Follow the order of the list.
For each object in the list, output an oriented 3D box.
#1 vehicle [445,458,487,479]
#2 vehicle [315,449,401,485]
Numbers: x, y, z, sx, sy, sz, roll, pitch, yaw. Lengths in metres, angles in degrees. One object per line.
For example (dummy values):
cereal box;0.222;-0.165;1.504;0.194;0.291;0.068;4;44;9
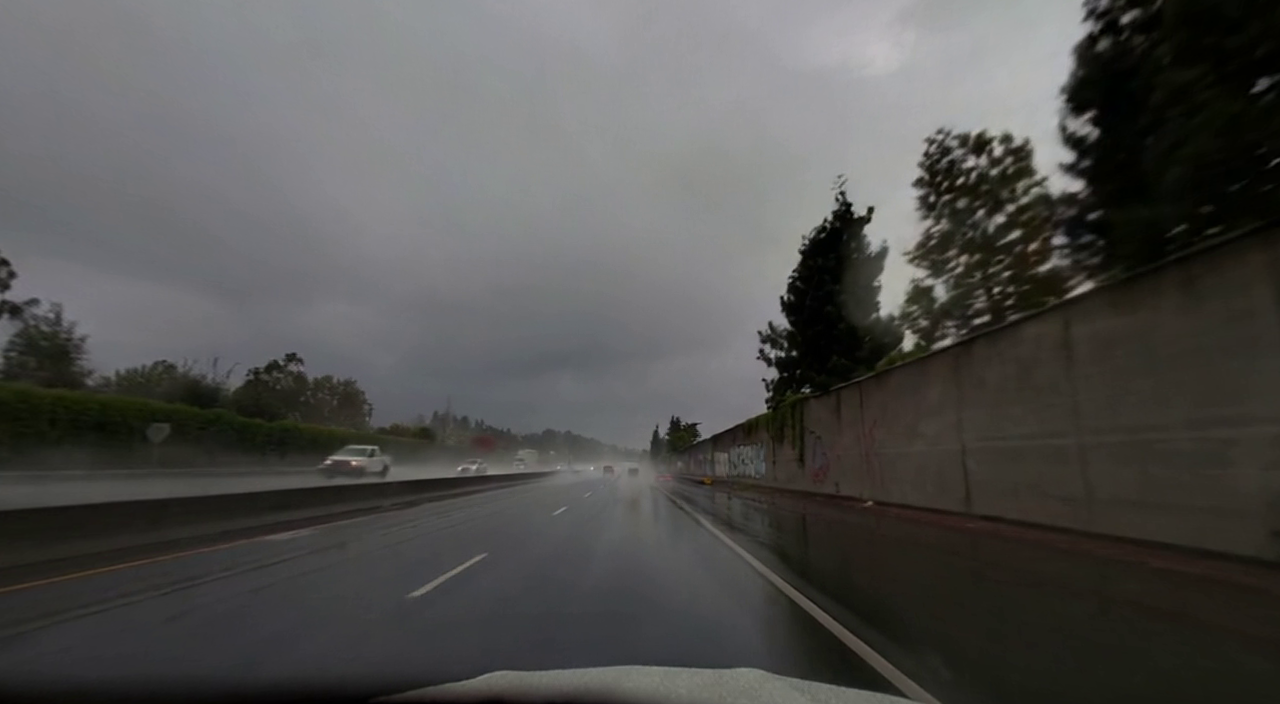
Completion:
vehicle;-13.557;9.149;49.400;2.015;1.496;4.666;1;-11;0
vehicle;-14.075;5.801;31.801;2.067;1.613;4.843;1;-11;0
